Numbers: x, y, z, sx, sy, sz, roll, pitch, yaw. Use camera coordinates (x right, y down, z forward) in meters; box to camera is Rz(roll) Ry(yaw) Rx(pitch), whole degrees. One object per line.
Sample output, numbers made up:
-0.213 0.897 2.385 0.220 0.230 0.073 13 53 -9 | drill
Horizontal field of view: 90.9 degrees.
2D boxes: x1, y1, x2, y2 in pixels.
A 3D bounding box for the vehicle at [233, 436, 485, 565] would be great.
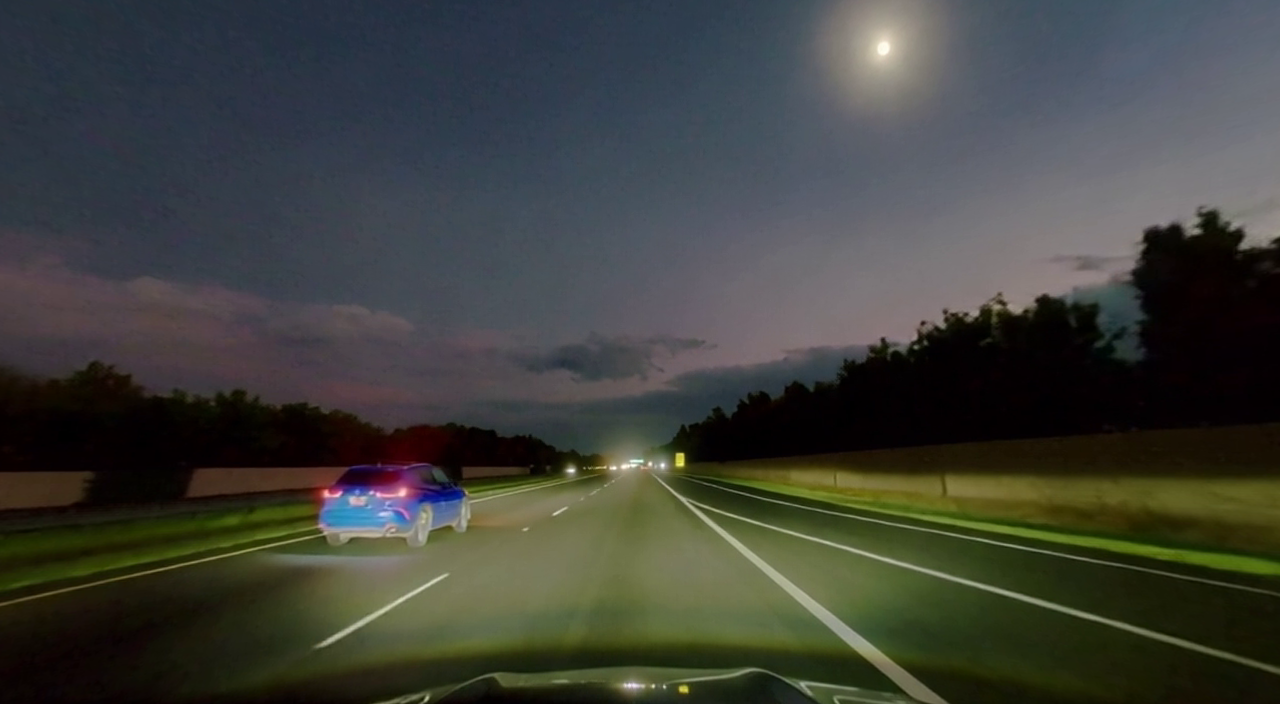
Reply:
-4.169 2.331 10.484 1.928 1.593 4.871 1 -10 0 | vehicle
